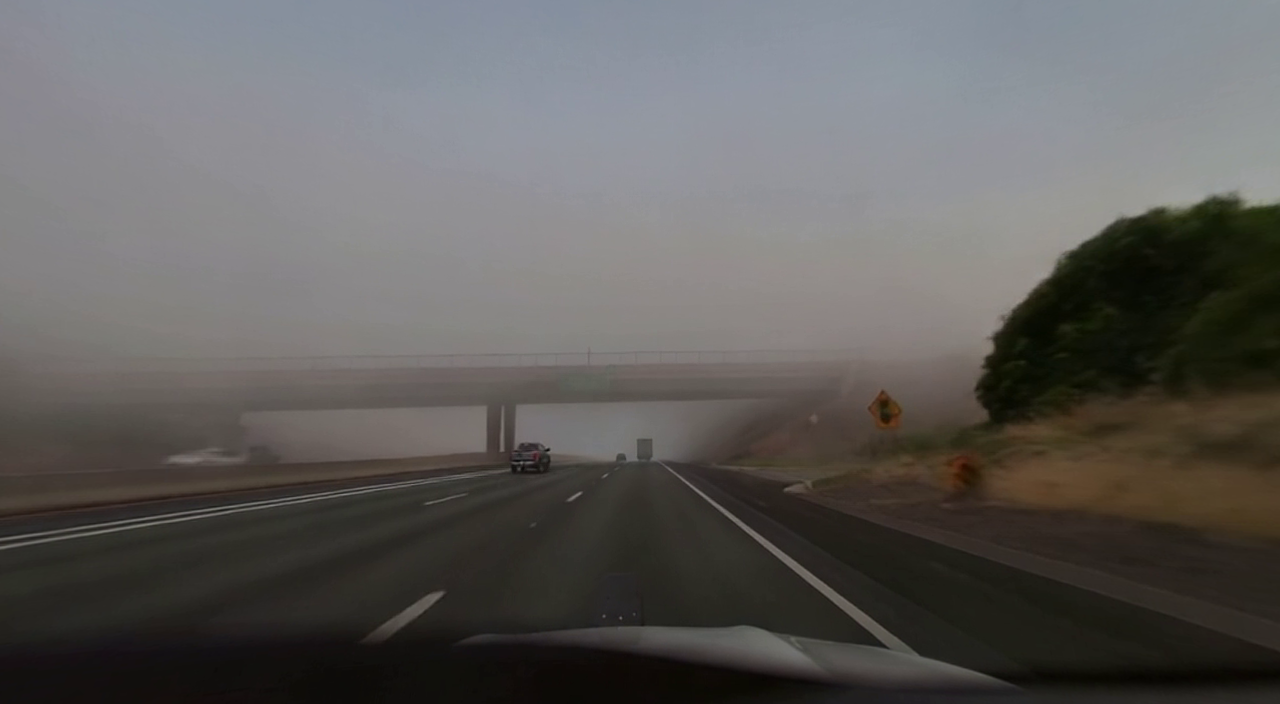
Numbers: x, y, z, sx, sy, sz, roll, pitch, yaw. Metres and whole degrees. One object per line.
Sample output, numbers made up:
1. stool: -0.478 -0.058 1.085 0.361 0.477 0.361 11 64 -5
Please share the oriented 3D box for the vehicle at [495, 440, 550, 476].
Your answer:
1. vehicle: -6.791 6.197 37.130 2.232 1.947 5.180 0 -9 0
